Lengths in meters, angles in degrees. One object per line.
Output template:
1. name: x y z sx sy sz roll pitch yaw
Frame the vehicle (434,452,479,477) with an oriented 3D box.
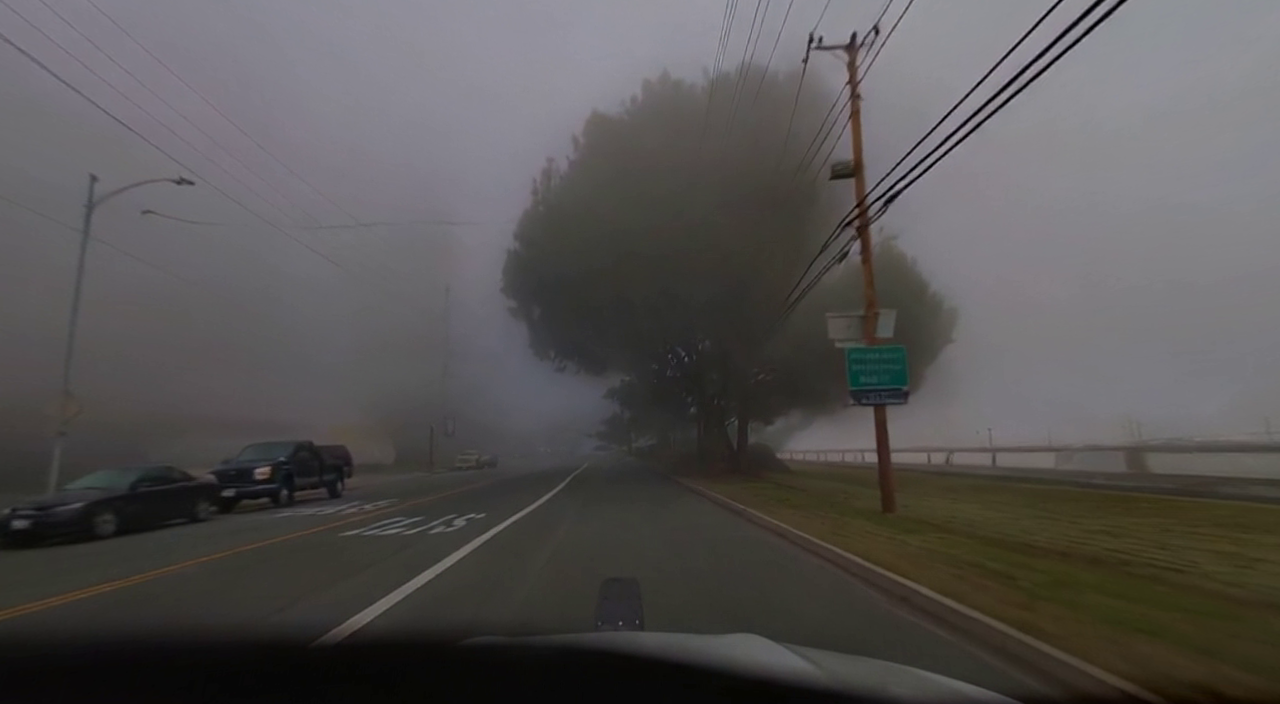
1. vehicle: -11.800 7.214 40.804 1.939 1.502 4.398 1 -9 -5

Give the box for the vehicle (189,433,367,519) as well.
1. vehicle: -10.356 3.590 18.825 2.210 2.025 5.665 -2 -9 -3

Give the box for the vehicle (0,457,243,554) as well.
1. vehicle: -10.209 2.867 12.531 1.842 1.461 4.568 0 -9 -3
